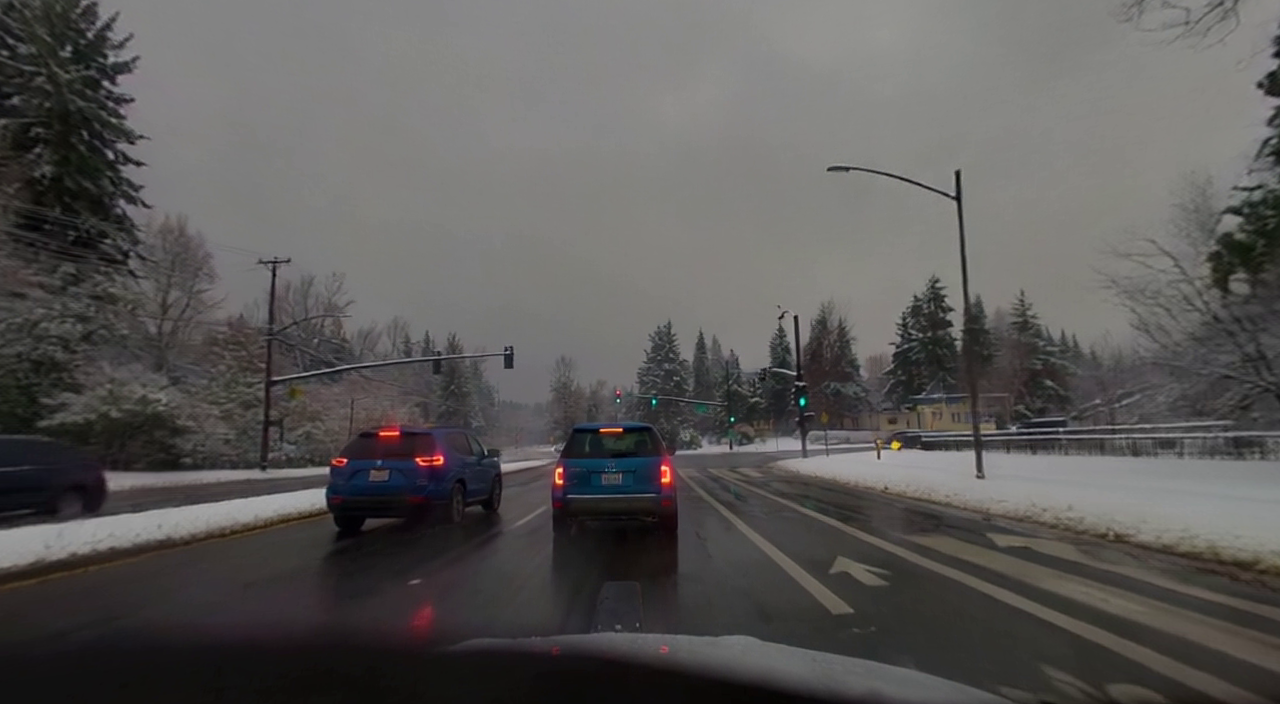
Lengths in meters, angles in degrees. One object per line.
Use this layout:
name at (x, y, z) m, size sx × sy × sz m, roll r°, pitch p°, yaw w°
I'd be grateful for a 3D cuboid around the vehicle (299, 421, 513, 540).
vehicle at (-3.797, 2.150, 11.282) m, size 2.009 × 1.673 × 4.454 m, roll 0°, pitch -8°, yaw 1°

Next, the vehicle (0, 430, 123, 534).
vehicle at (-11.264, 2.082, 10.114) m, size 2.070 × 1.635 × 4.559 m, roll 0°, pitch -8°, yaw 0°

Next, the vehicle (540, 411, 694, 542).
vehicle at (-0.278, 2.079, 11.313) m, size 2.131 × 1.793 × 5.016 m, roll 0°, pitch -8°, yaw 1°
